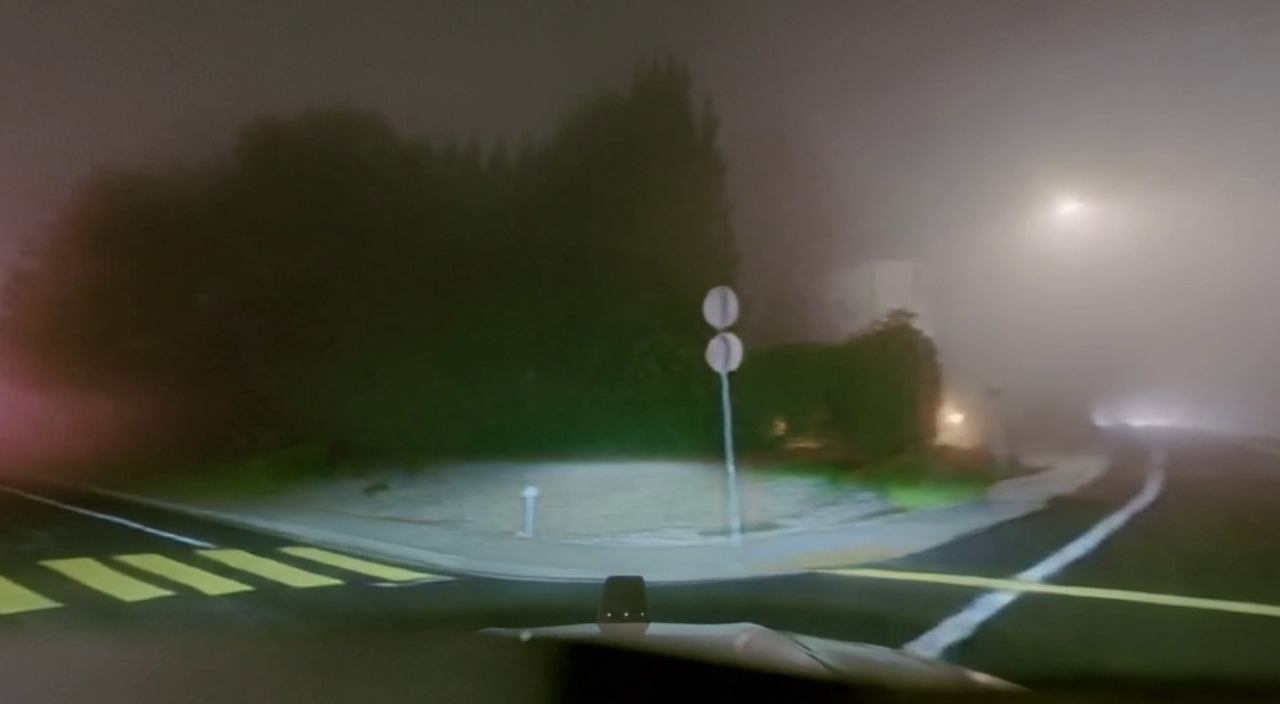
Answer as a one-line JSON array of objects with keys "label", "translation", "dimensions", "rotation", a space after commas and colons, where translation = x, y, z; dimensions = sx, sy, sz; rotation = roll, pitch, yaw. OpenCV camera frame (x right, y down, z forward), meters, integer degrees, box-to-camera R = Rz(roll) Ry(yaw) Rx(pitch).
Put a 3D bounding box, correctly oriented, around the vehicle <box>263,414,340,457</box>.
[{"label": "vehicle", "translation": [-13.028, 3.269, 24.109], "dimensions": [1.860, 1.477, 4.629], "rotation": [6, -11, -36]}]
